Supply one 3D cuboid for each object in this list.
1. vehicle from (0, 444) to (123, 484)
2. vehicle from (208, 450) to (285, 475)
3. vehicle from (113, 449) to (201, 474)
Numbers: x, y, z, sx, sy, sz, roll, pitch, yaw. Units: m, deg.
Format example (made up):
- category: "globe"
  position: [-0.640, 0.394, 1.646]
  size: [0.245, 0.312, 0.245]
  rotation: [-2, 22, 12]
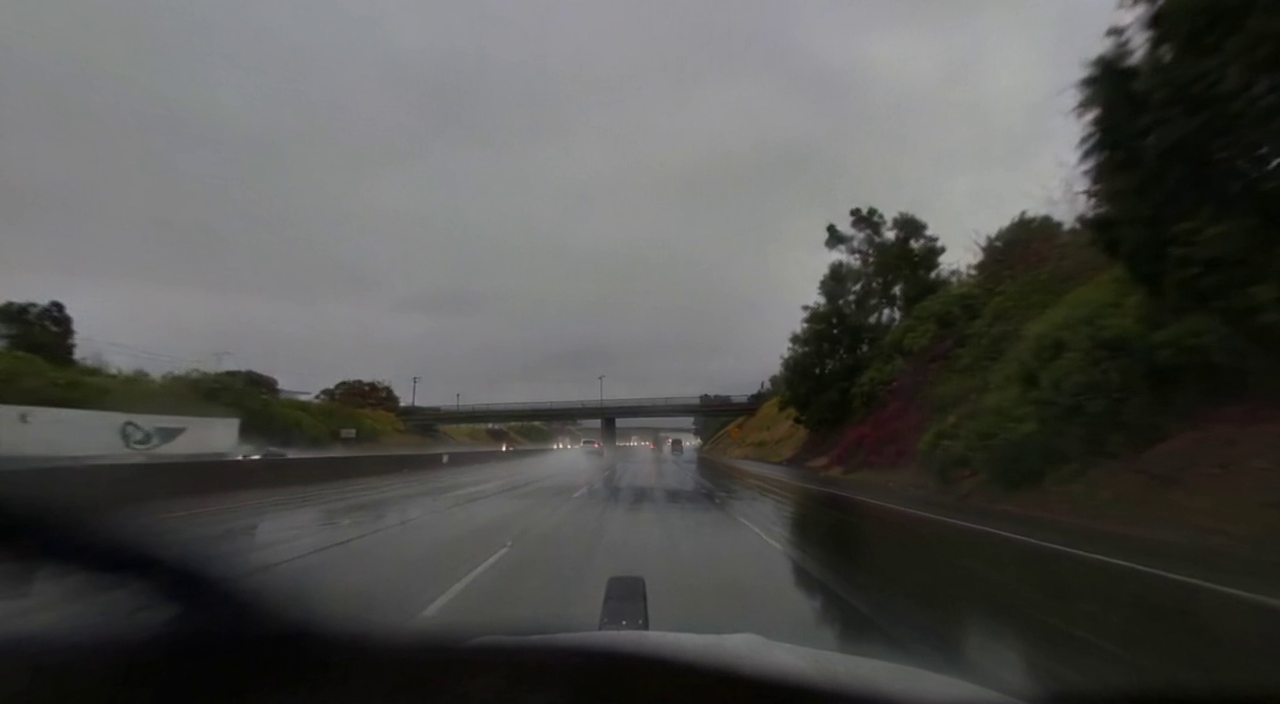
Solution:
- category: "vehicle"
  position: [-28.500, 5.437, 30.950]
  size: [1.970, 1.779, 4.958]
  rotation: [0, -9, 0]
- category: "vehicle"
  position: [-24.259, 6.799, 39.055]
  size: [1.813, 1.465, 4.362]
  rotation: [-1, -9, 2]
- category: "vehicle"
  position: [-31.935, 7.227, 41.910]
  size: [1.861, 1.486, 4.847]
  rotation: [-1, -9, 2]
